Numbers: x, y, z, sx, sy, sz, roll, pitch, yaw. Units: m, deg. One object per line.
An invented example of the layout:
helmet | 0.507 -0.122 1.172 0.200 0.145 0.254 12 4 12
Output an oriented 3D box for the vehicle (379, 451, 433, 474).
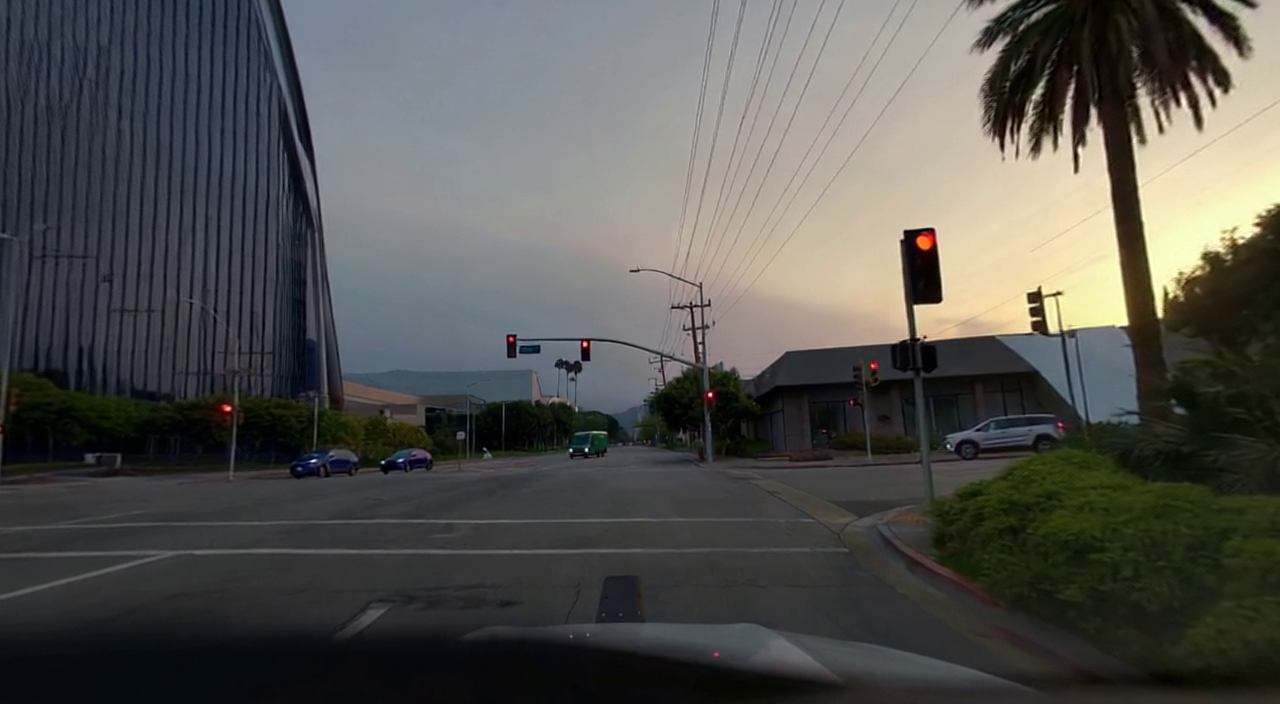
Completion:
vehicle | -15.197 7.146 41.048 1.875 1.389 3.784 0 -9 3

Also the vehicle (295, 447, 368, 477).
vehicle | -19.047 6.799 39.124 2.017 1.739 4.569 0 -9 2
